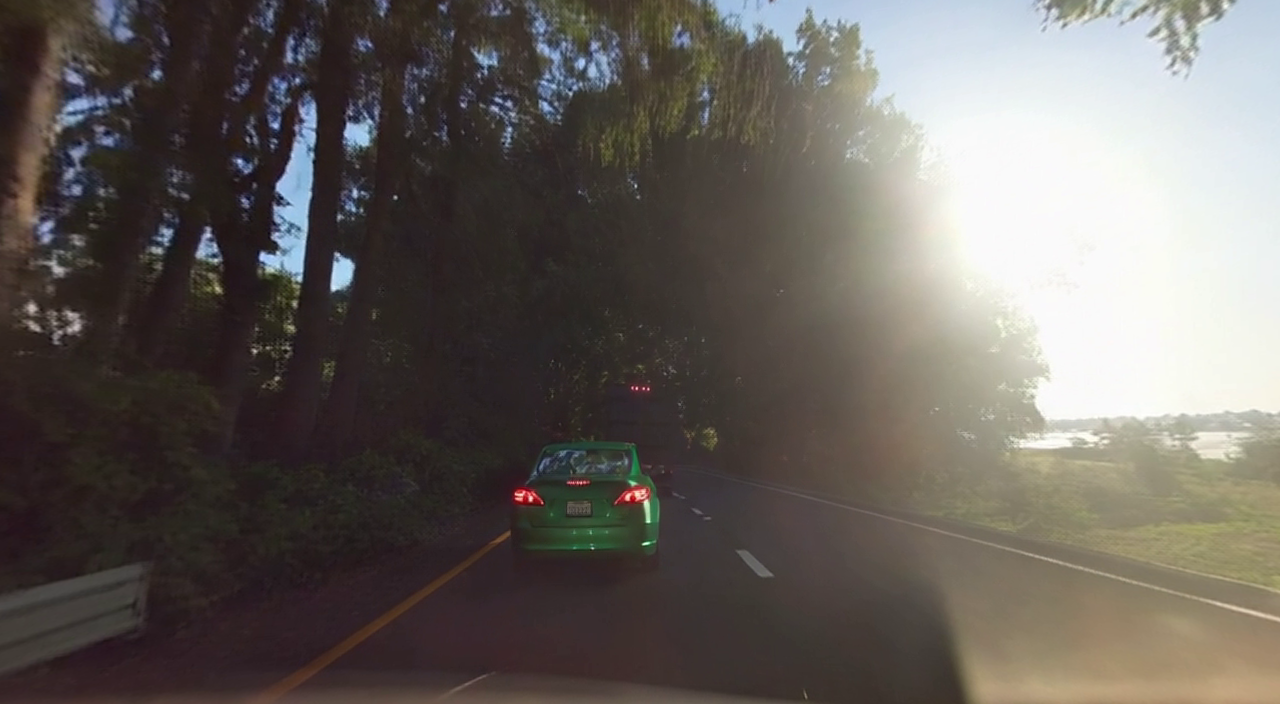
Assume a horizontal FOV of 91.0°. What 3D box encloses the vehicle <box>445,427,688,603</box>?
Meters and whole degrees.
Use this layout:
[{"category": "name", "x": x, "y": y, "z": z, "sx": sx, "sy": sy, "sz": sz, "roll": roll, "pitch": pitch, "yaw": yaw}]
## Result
[{"category": "vehicle", "x": -0.623, "y": 1.711, "z": 7.509, "sx": 2.076, "sy": 1.490, "sz": 4.078, "roll": 0, "pitch": -9, "yaw": 0}]
